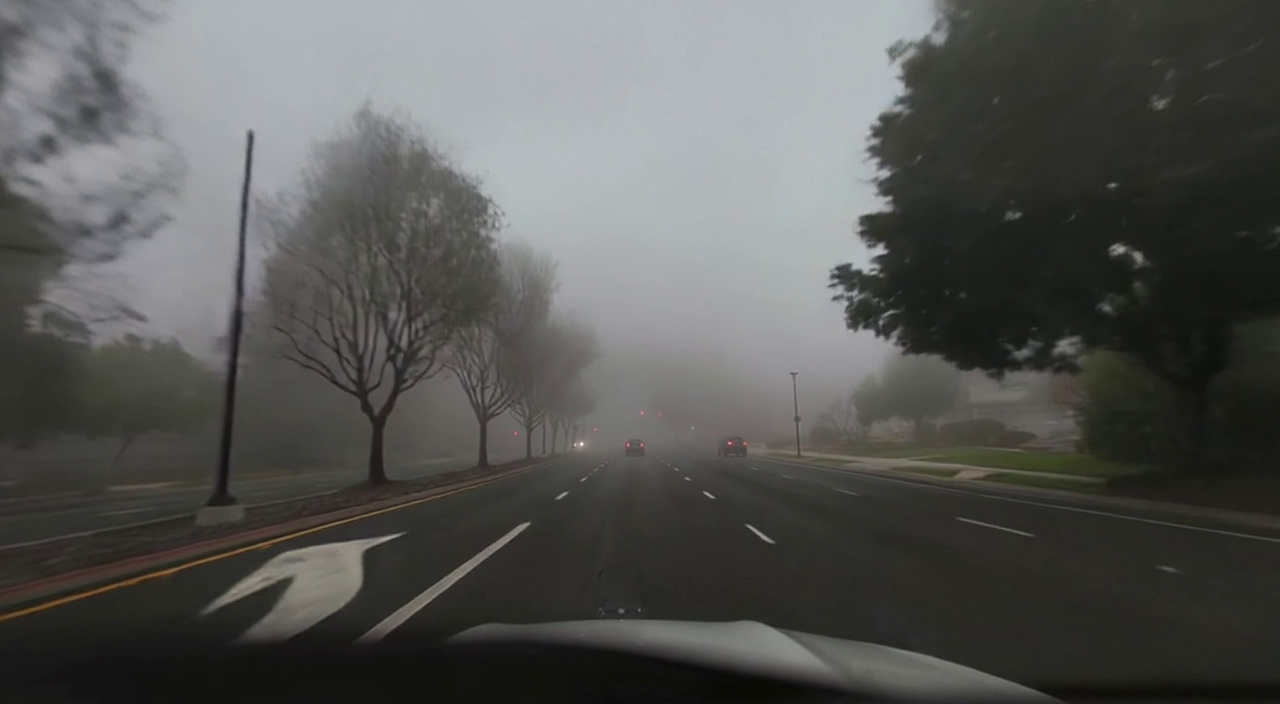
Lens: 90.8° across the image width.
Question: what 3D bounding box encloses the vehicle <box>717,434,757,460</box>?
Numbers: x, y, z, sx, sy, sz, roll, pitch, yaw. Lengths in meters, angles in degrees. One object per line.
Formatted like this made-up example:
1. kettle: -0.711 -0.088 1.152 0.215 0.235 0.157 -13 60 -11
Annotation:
1. vehicle: 6.767 6.715 44.483 2.011 1.710 4.357 0 -9 -1
